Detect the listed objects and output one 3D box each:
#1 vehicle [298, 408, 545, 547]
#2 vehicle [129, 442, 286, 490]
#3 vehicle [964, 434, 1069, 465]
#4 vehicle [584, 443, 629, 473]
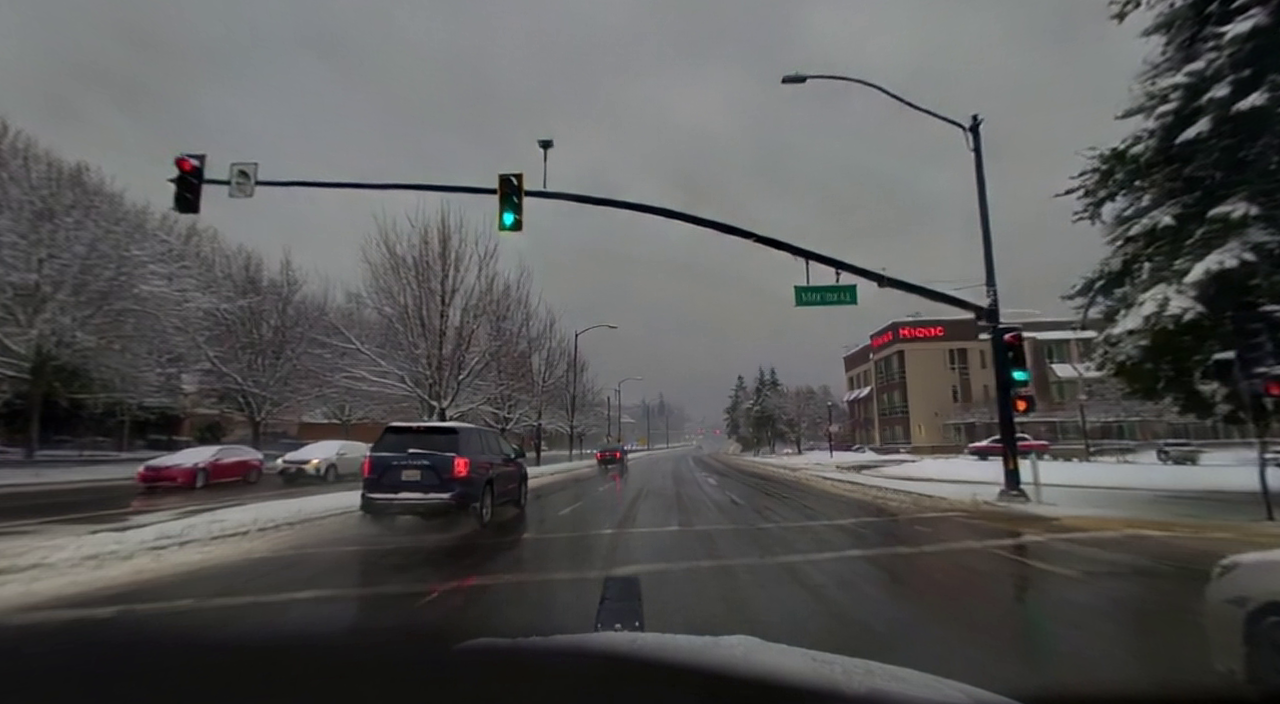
[{"bbox_3d":[-3.318,2.052,10.996,2.305,1.833,4.912,-1,-9,3],"label":"vehicle"},{"bbox_3d":[-14.884,3.931,22.151,2.079,1.464,4.574,-1,-9,3],"label":"vehicle"},{"bbox_3d":[25.636,6.697,43.348,2.429,1.938,6.118,2,-9,-14],"label":"vehicle"},{"bbox_3d":[-1.848,6.015,36.162,1.976,1.571,4.649,-1,-9,4],"label":"vehicle"}]
